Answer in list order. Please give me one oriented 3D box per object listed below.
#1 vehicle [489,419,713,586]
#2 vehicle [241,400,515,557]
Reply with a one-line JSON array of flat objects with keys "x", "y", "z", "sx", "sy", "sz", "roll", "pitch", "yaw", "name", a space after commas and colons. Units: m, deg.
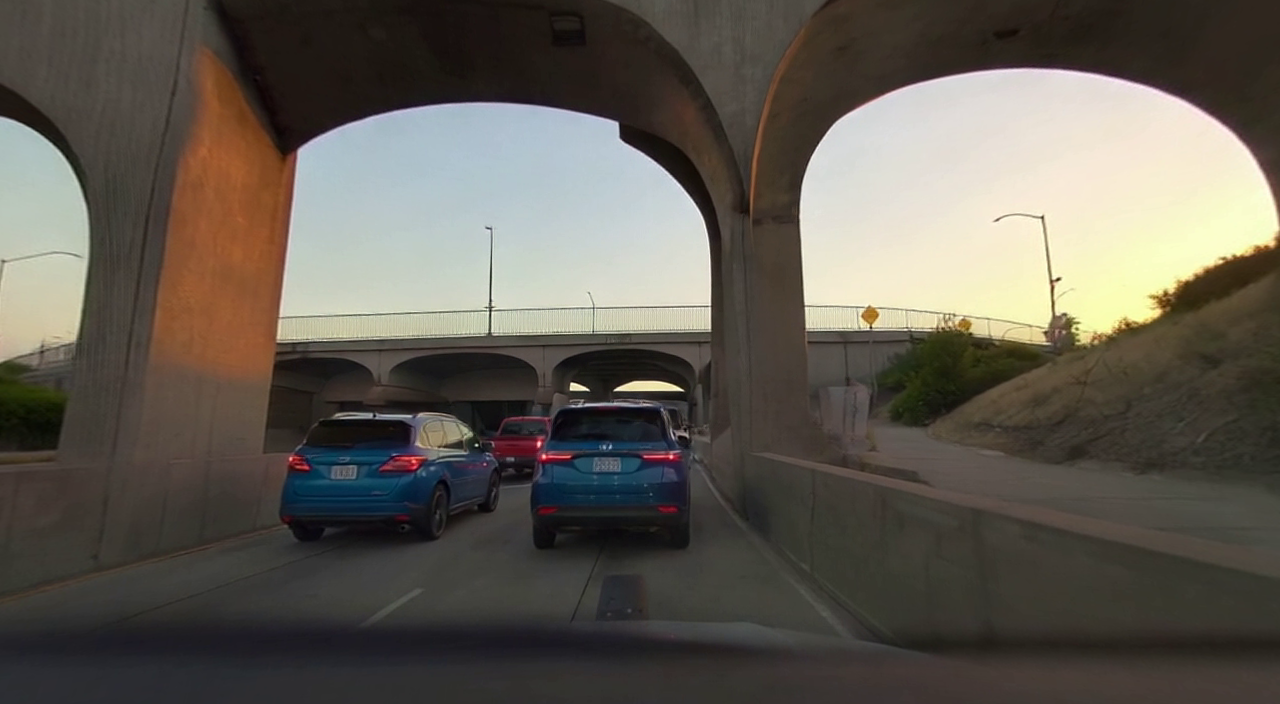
[{"x": -0.267, "y": 1.661, "z": 7.789, "sx": 2.020, "sy": 1.478, "sz": 4.092, "roll": -1, "pitch": -8, "yaw": 3, "name": "vehicle"}, {"x": -3.438, "y": 1.776, "z": 9.489, "sx": 2.017, "sy": 1.761, "sz": 4.572, "roll": -1, "pitch": -8, "yaw": 2, "name": "vehicle"}]
